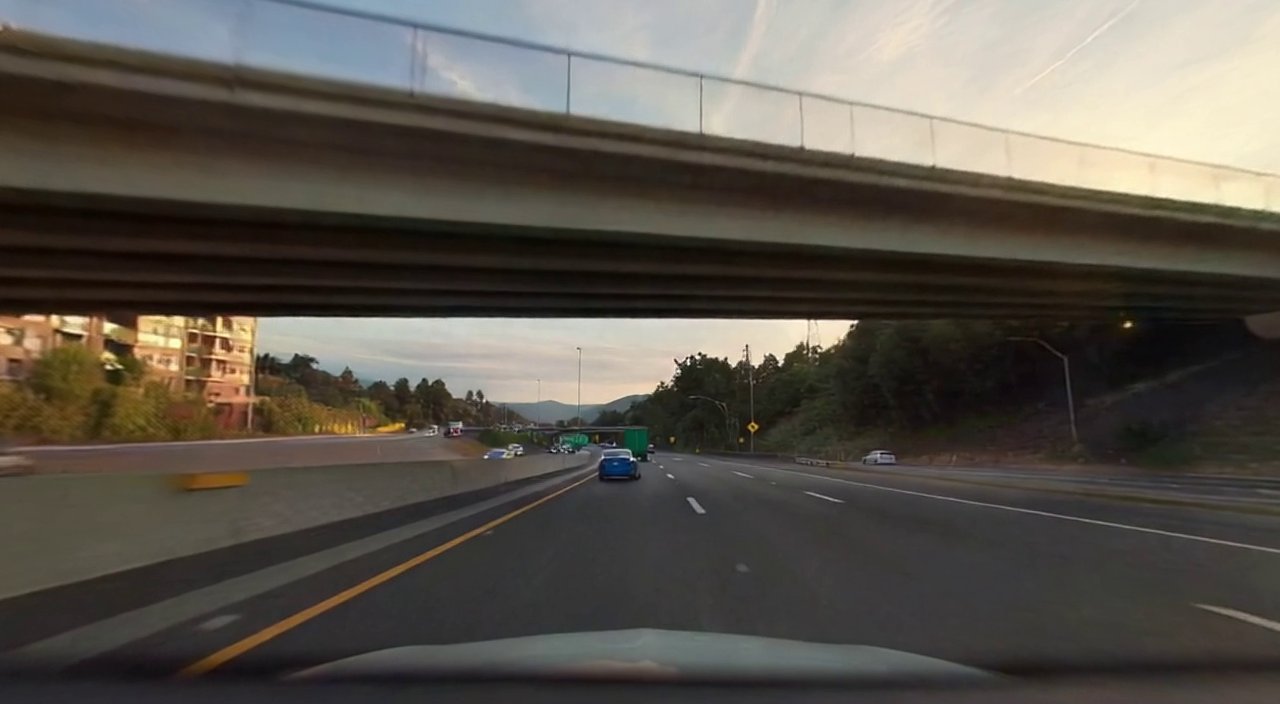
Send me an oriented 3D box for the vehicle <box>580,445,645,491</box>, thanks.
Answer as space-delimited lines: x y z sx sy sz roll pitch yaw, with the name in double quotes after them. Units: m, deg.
-0.864 4.078 22.473 2.039 1.478 4.483 0 -9 1 "vehicle"
